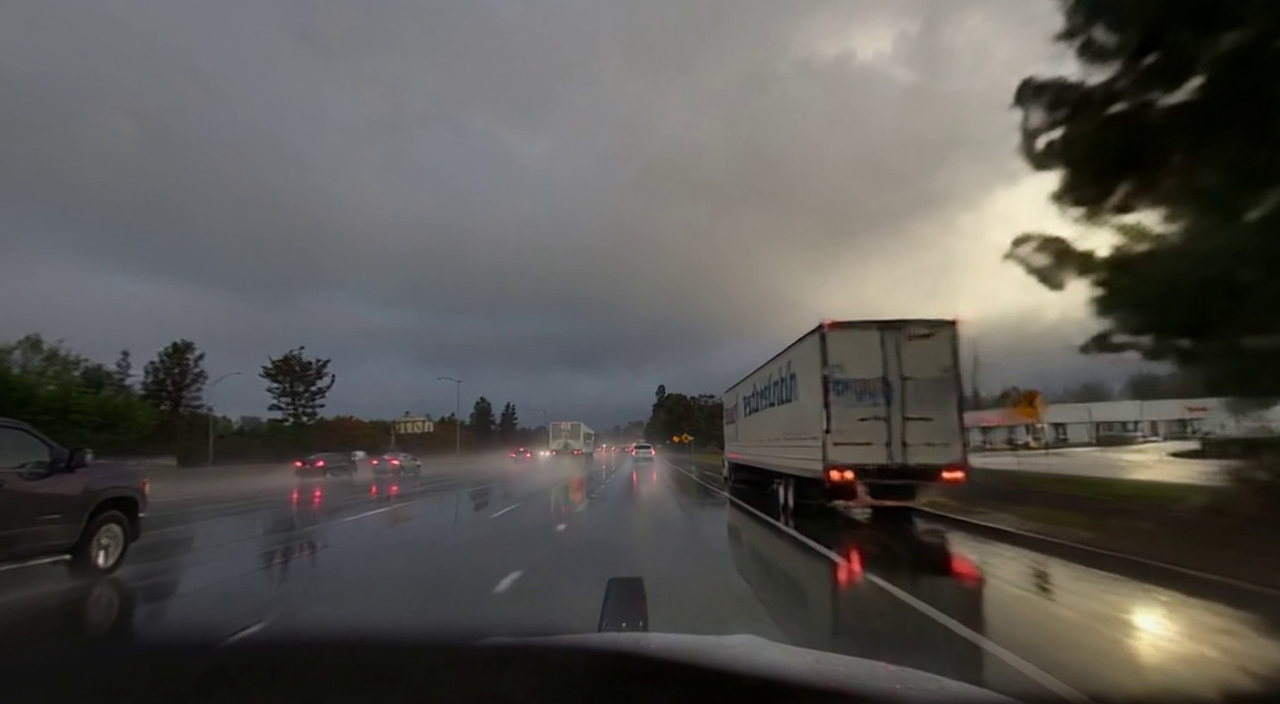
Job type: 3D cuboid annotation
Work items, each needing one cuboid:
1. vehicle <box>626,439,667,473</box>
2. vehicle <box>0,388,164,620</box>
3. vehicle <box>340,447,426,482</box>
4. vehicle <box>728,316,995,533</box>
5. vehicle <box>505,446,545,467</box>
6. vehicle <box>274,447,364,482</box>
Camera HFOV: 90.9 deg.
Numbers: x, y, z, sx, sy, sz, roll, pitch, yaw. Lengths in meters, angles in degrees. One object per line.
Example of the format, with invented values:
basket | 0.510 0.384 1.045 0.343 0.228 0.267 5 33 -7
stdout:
vehicle | 0.375 6.003 36.701 2.227 1.794 4.646 0 -8 1
vehicle | -6.130 1.084 4.201 2.200 1.793 4.586 0 -8 2
vehicle | -12.084 5.310 30.037 1.928 1.480 4.823 -1 -8 2
vehicle | 4.794 2.159 17.300 2.801 3.732 11.836 -4 -9 0
vehicle | -8.570 7.841 47.358 1.929 1.477 4.746 -1 -8 2
vehicle | -15.737 5.499 31.201 1.885 1.591 4.599 -1 -8 2
